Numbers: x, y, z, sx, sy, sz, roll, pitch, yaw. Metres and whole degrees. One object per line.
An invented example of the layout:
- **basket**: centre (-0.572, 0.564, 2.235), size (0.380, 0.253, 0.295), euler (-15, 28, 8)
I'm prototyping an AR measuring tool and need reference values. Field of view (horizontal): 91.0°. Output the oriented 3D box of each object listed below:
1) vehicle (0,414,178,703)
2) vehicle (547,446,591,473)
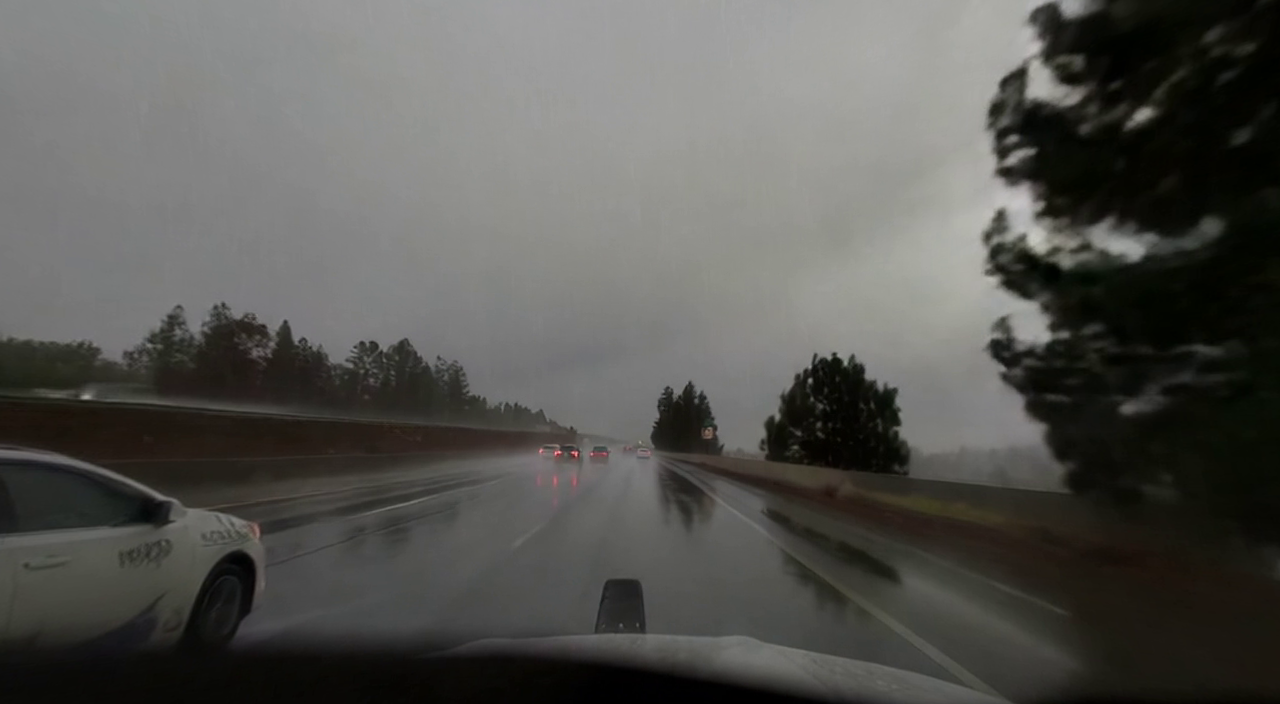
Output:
- **vehicle**: centre (-3.804, 0.833, 1.517), size (1.965, 1.485, 4.460), euler (0, -9, 0)
- **vehicle**: centre (-4.140, 6.317, 37.259), size (2.120, 1.458, 4.031), euler (0, -9, 1)
